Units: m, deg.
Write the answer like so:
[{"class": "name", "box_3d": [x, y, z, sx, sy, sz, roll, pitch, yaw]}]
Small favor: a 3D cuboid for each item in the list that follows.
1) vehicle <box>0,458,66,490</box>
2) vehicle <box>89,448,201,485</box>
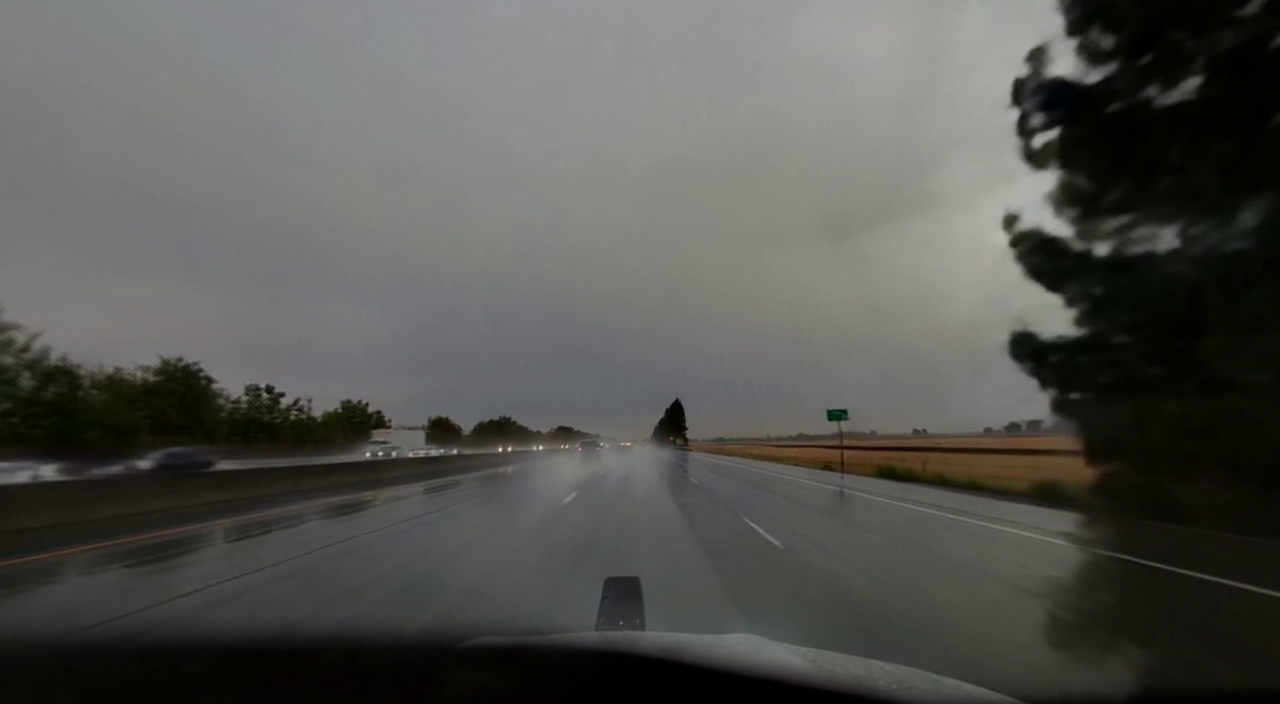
[{"class": "vehicle", "box_3d": [-32.489, 6.216, 32.155, 1.870, 1.539, 4.637, 0, -9, 1]}, {"class": "vehicle", "box_3d": [-24.561, 5.666, 31.503, 1.918, 1.688, 4.470, 0, -9, 0]}]
